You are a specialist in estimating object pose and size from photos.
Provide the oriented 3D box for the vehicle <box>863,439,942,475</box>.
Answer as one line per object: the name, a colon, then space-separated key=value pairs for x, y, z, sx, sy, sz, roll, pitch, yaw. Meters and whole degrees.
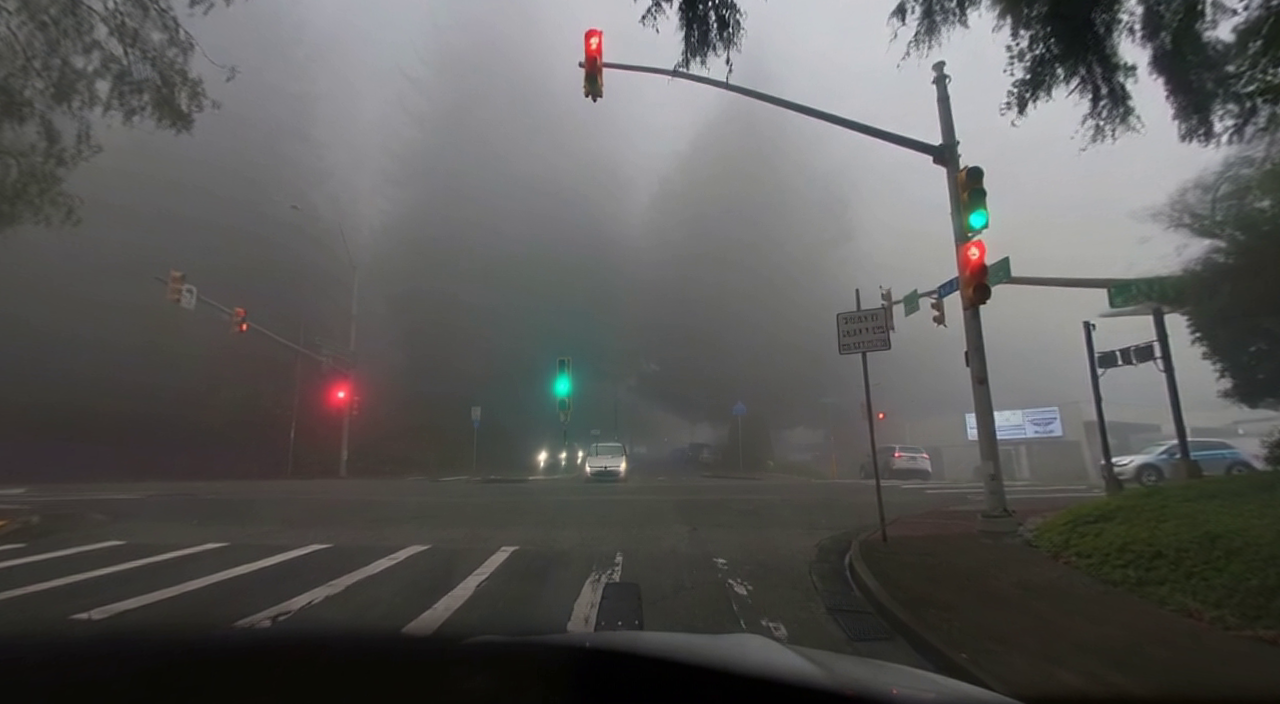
vehicle: x=12.422 y=5.051 z=30.110 sx=1.922 sy=1.529 sz=3.964 roll=0 pitch=-12 yaw=-1

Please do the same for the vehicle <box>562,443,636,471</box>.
vehicle: x=-2.453 y=6.201 z=37.465 sx=3.991 sy=1.526 sz=1.868 roll=-5 pitch=-9 yaw=31

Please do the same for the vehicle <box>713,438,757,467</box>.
vehicle: x=6.886 y=7.292 z=46.017 sx=1.491 sy=2.041 sz=2.964 roll=6 pitch=-10 yaw=-34

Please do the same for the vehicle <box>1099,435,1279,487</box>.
vehicle: x=16.808 y=3.332 z=19.421 sx=3.876 sy=1.512 sz=1.784 roll=0 pitch=-8 yaw=-1
